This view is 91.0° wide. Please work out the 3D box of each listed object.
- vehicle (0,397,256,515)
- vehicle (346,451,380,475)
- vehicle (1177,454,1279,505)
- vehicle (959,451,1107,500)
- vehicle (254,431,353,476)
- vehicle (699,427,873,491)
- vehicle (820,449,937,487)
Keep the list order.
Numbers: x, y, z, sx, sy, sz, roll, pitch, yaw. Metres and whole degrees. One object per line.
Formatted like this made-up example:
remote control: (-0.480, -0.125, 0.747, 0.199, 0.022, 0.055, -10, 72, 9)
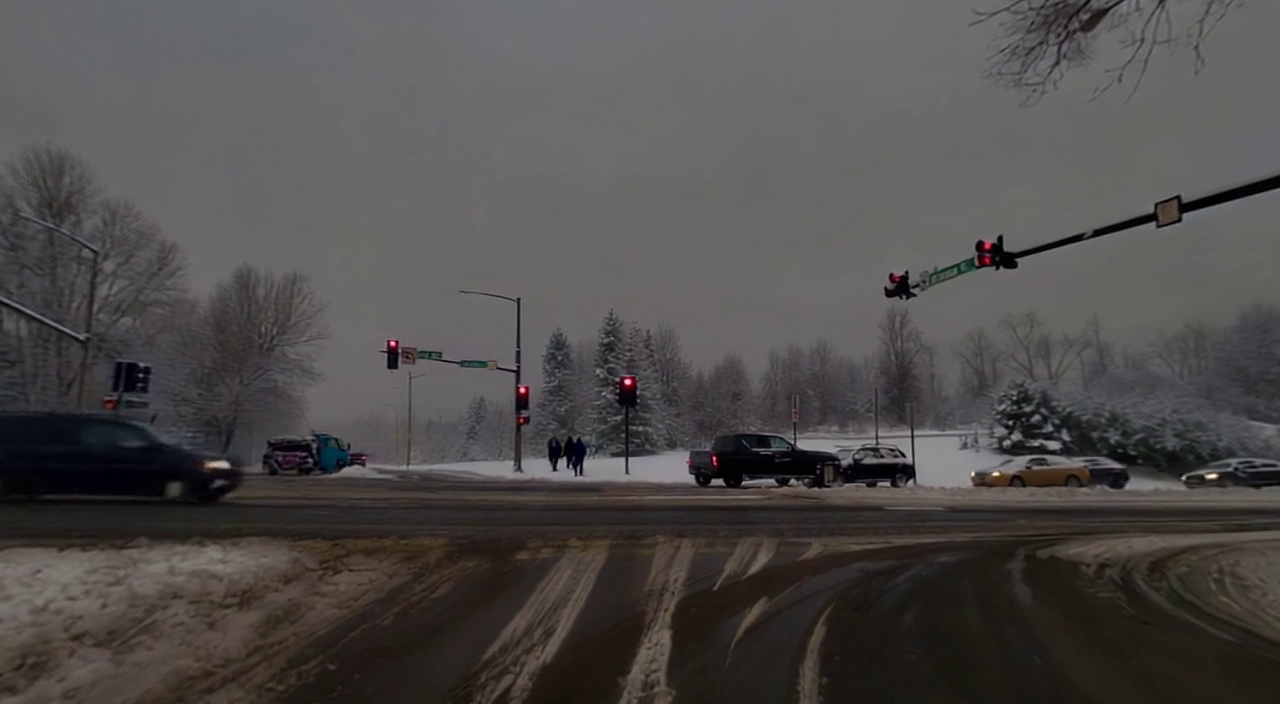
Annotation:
vehicle: (-9.456, 1.723, 10.582, 4.633, 1.739, 2.090, 3, -9, -17)
vehicle: (-19.433, 7.728, 44.062, 1.964, 1.525, 4.750, 4, -9, -24)
vehicle: (24.297, 5.037, 25.092, 4.322, 1.522, 1.795, -4, -9, -9)
vehicle: (14.882, 4.671, 23.979, 4.356, 1.498, 1.957, -2, -8, -7)
vehicle: (-16.396, 4.968, 31.093, 2.243, 2.011, 5.631, 1, -9, -6)
vehicle: (5.088, 3.769, 22.217, 5.535, 1.896, 2.170, 4, -9, -10)
vehicle: (10.643, 5.180, 28.279, 4.537, 1.608, 1.827, 2, -9, -8)
